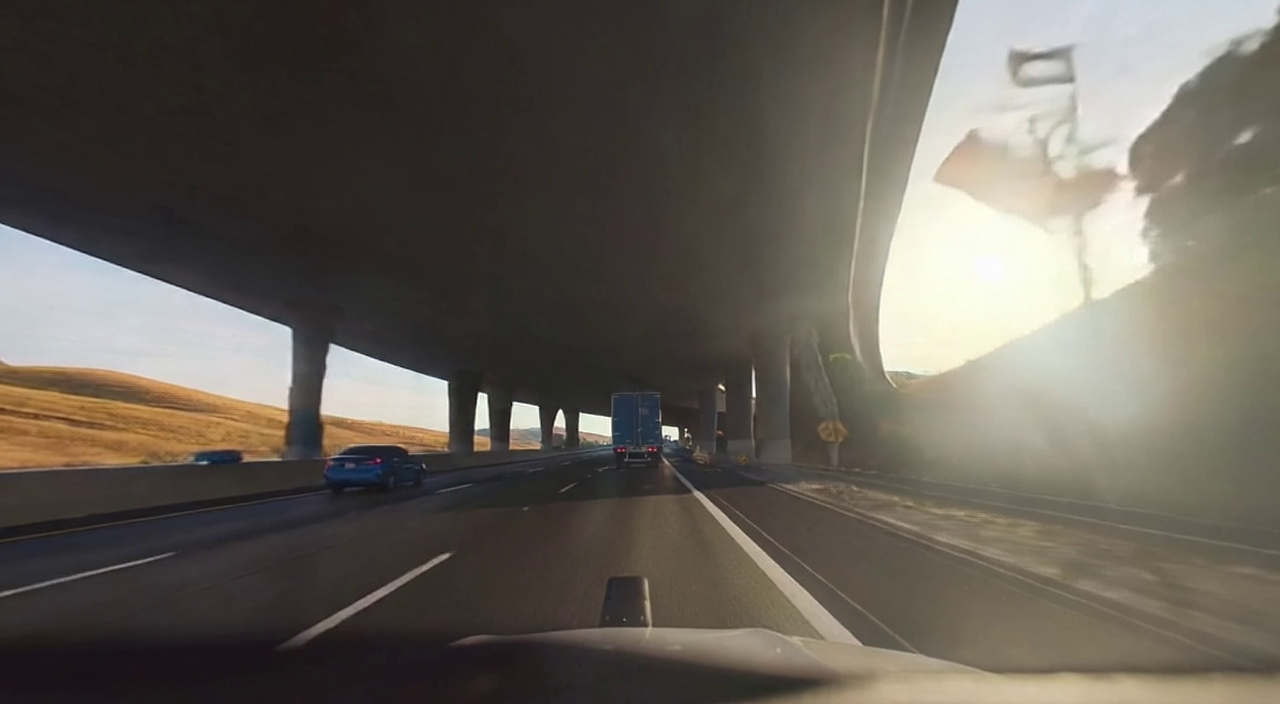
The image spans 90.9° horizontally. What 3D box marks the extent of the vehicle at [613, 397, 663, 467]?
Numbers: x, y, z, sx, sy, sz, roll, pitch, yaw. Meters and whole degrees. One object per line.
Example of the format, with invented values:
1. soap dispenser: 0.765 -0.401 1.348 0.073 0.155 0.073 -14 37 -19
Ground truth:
1. vehicle: -0.028 5.426 41.843 2.866 4.014 11.261 0 -8 1

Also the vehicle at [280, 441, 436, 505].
1. vehicle: -7.386 3.188 17.159 2.078 1.496 4.563 0 -8 1
